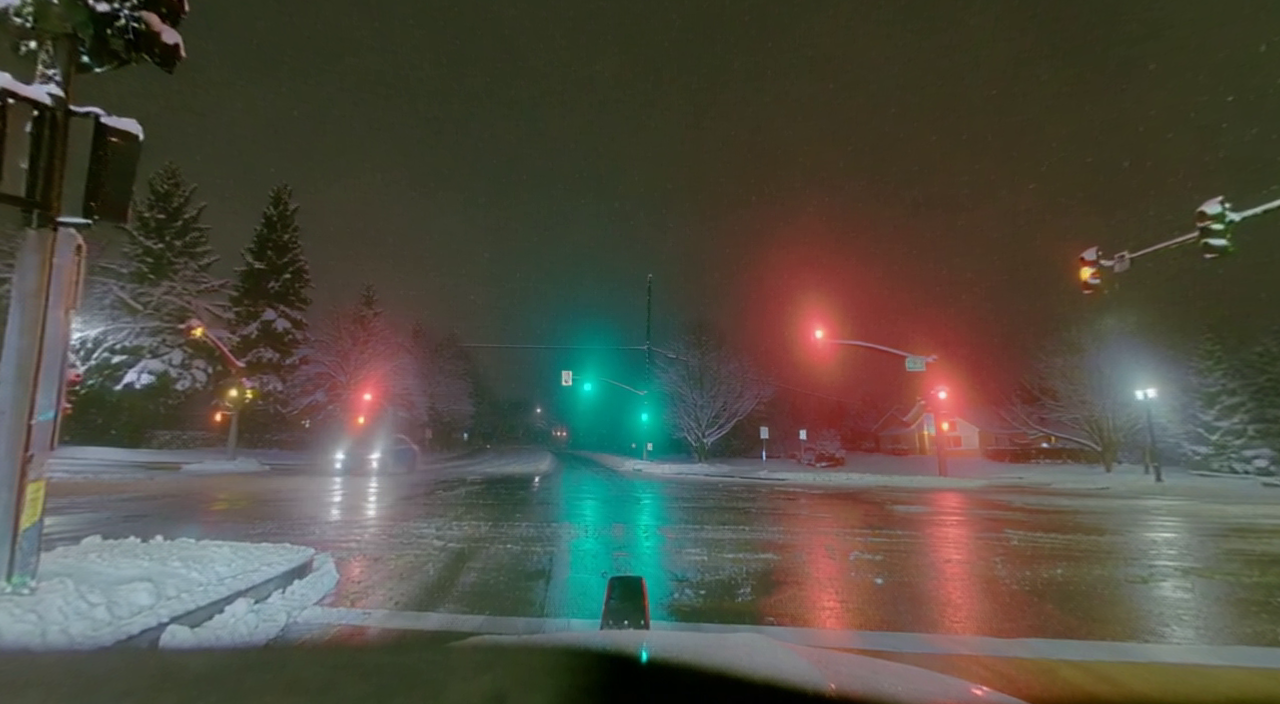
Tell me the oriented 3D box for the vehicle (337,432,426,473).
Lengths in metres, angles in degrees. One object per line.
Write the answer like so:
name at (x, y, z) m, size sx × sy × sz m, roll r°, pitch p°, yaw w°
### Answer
vehicle at (-12.604, 4.948, 31.144) m, size 2.238 × 1.827 × 5.007 m, roll 0°, pitch -8°, yaw 0°
